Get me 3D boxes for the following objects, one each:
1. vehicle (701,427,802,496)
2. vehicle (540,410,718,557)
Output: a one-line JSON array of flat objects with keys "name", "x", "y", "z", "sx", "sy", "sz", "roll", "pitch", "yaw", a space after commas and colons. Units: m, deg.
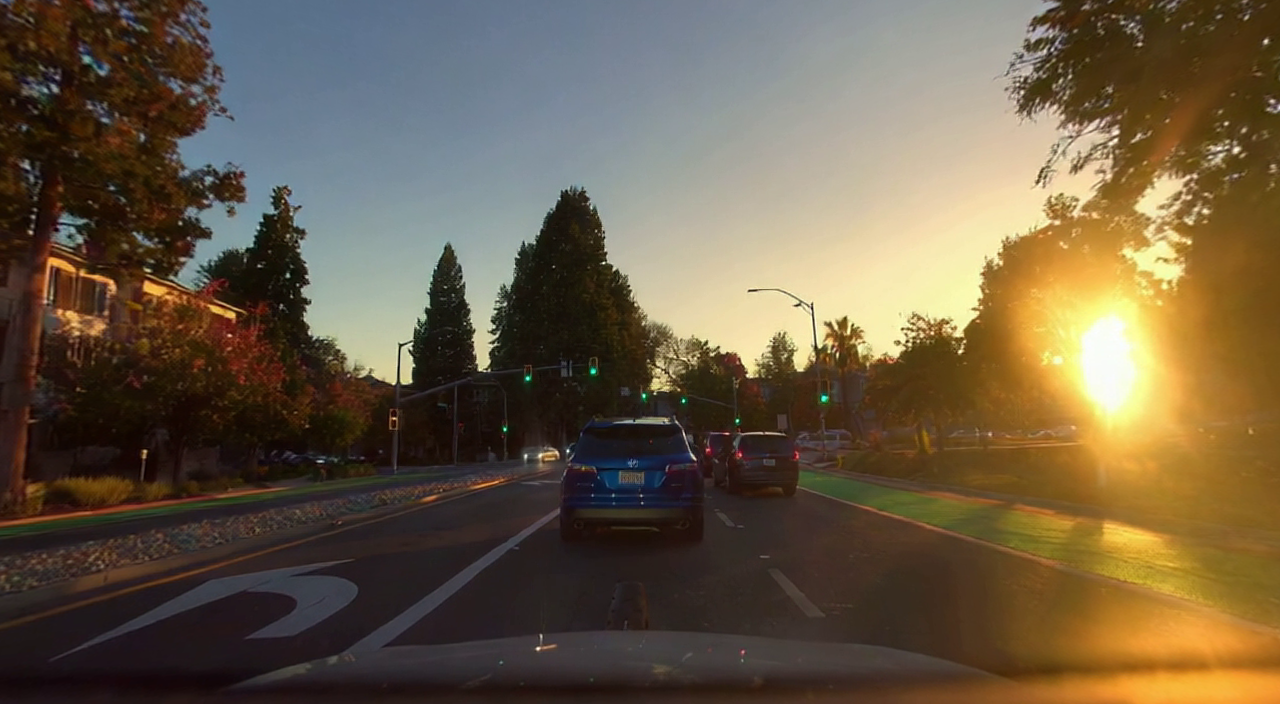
[{"name": "vehicle", "x": 3.187, "y": 3.237, "z": 19.064, "sx": 2.189, "sy": 1.815, "sz": 4.495, "roll": 0, "pitch": -8, "yaw": 0}, {"name": "vehicle", "x": -0.110, "y": 1.857, "z": 9.548, "sx": 2.109, "sy": 1.730, "sz": 3.963, "roll": 0, "pitch": -8, "yaw": 1}]
